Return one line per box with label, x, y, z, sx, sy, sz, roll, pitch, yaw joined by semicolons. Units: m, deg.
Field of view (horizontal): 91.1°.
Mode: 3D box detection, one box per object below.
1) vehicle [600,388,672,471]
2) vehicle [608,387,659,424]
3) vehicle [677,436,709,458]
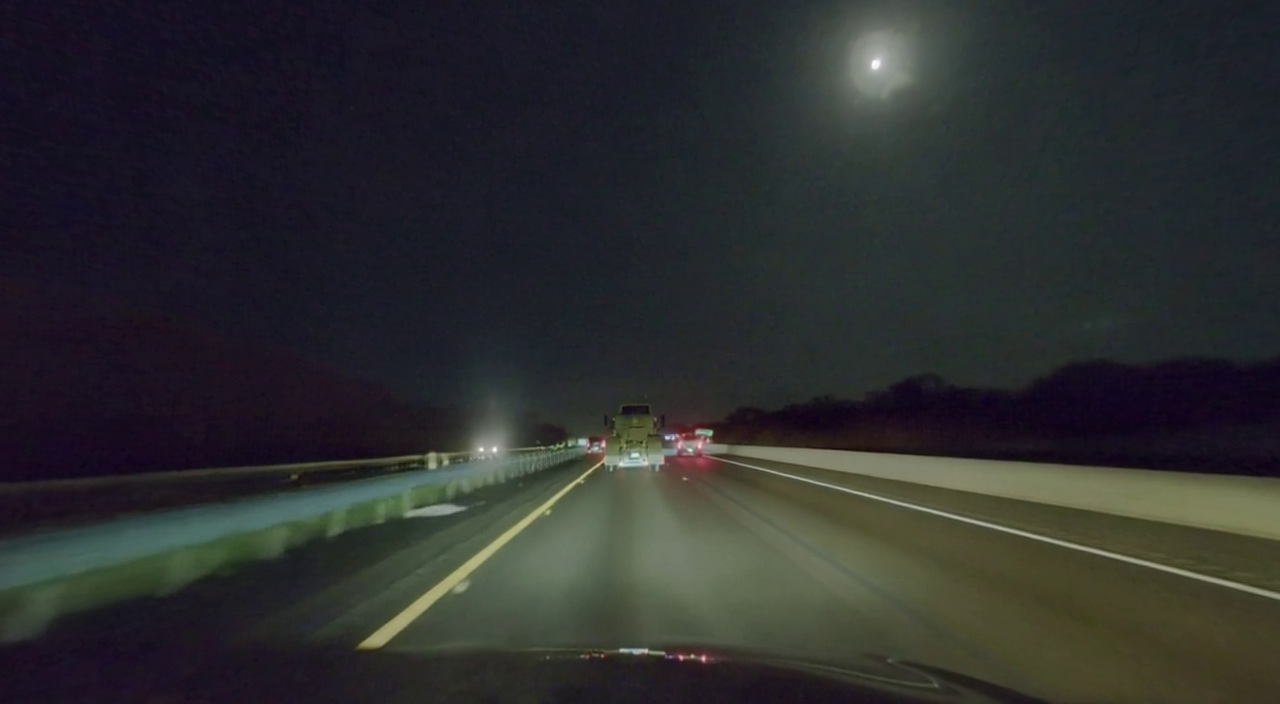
vehicle;-0.362;4.081;32.796;2.953;3.406;13.372;0;-7;-2
vehicle;-0.277;2.471;28.264;2.112;1.472;4.240;0;-8;0
vehicle;3.705;6.743;44.812;1.910;1.492;4.324;0;-8;0
